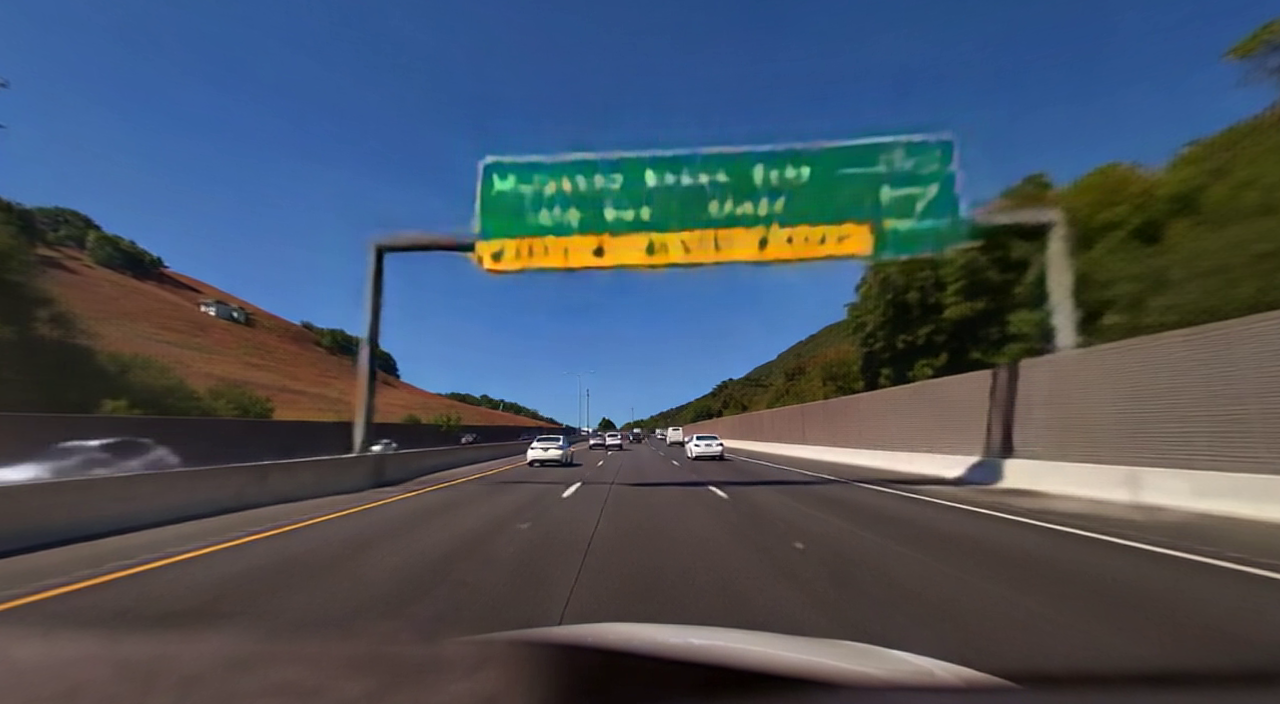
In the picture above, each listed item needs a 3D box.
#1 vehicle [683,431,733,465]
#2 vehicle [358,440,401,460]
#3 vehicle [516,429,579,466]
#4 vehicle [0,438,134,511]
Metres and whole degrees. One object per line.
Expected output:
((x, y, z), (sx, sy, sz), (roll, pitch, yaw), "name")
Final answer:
((3.072, 4.406, 29.221), (1.806, 1.469, 3.681), (0, -8, -1), "vehicle")
((-20.033, 7.522, 48.568), (1.754, 1.429, 3.677), (0, -8, -1), "vehicle")
((-4.031, 4.216, 28.065), (2.204, 1.486, 4.121), (0, -8, 0), "vehicle")
((-13.947, 2.650, 13.992), (2.025, 1.457, 4.147), (0, -8, -2), "vehicle")
